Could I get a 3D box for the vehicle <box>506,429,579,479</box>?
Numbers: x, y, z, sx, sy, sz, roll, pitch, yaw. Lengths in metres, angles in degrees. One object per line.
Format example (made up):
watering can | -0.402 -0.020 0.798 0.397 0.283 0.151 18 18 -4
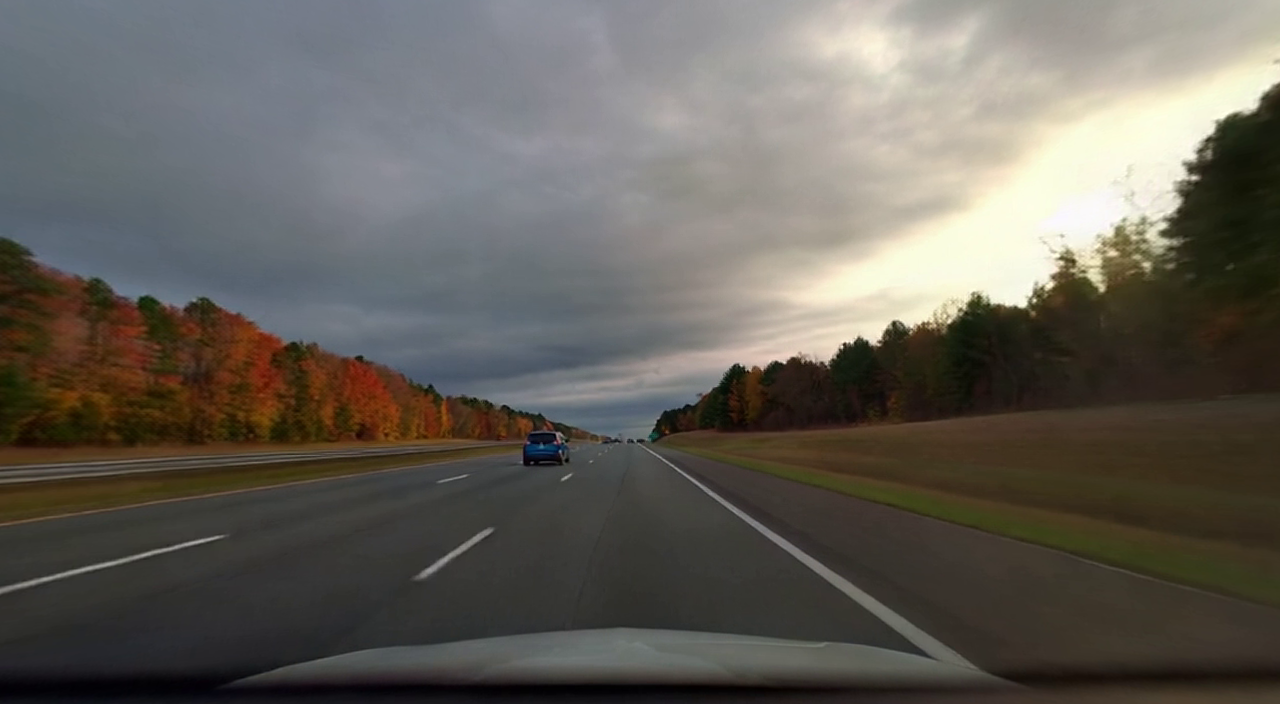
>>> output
vehicle | -3.531 3.779 23.600 2.057 1.666 4.552 0 -8 -1
